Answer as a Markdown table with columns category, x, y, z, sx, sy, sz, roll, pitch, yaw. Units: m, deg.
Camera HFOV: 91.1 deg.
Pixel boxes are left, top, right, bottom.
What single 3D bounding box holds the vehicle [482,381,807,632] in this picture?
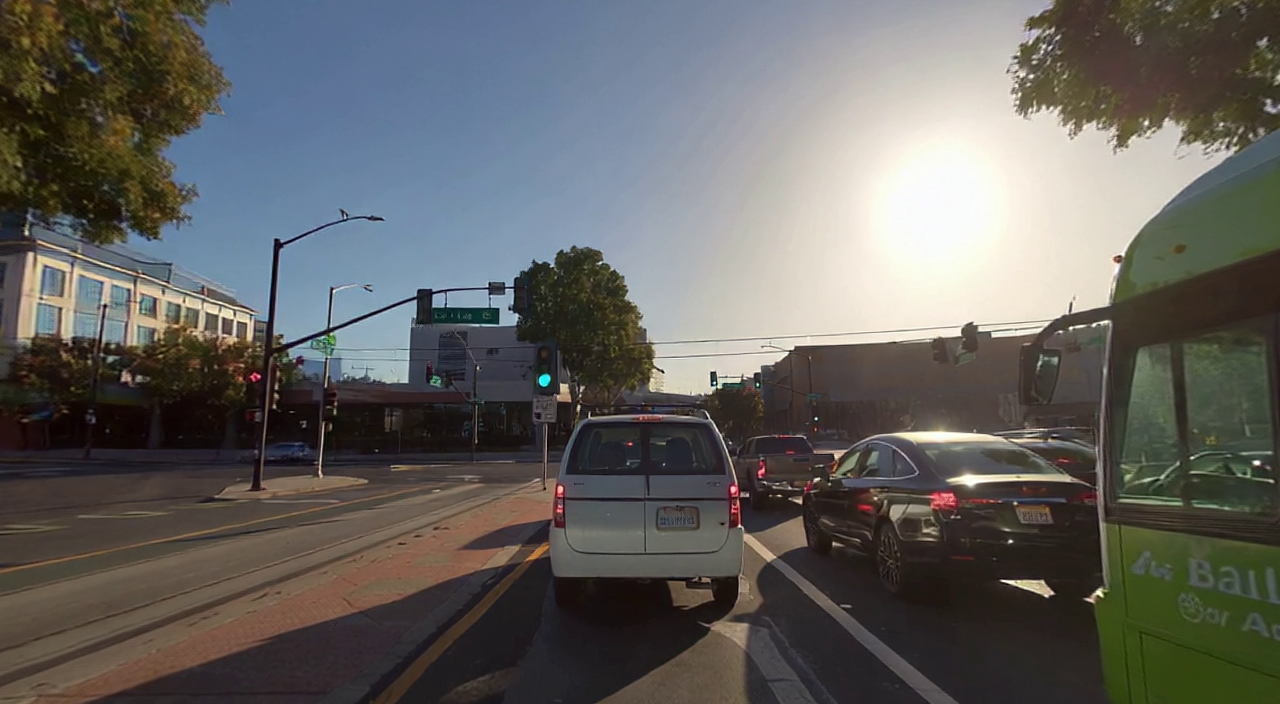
| category | x | y | z | sx | sy | sz | roll | pitch | yaw |
| --- | --- | --- | --- | --- | --- | --- | --- | --- | --- |
| vehicle | 0.008 | 1.472 | 7.007 | 2.381 | 1.842 | 4.603 | 0 | -8 | -1 |

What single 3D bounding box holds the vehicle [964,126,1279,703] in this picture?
| category | x | y | z | sx | sy | sz | roll | pitch | yaw |
| --- | --- | --- | --- | --- | --- | --- | --- | --- | --- |
| vehicle | 2.610 | 0.315 | 0.427 | 2.037 | 2.065 | 5.037 | 0 | -8 | 0 |

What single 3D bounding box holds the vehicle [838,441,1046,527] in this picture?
| category | x | y | z | sx | sy | sz | roll | pitch | yaw |
| --- | --- | --- | --- | --- | --- | --- | --- | --- | --- |
| vehicle | 5.974 | 2.635 | 13.226 | 1.987 | 1.457 | 4.675 | 0 | -8 | -1 |
